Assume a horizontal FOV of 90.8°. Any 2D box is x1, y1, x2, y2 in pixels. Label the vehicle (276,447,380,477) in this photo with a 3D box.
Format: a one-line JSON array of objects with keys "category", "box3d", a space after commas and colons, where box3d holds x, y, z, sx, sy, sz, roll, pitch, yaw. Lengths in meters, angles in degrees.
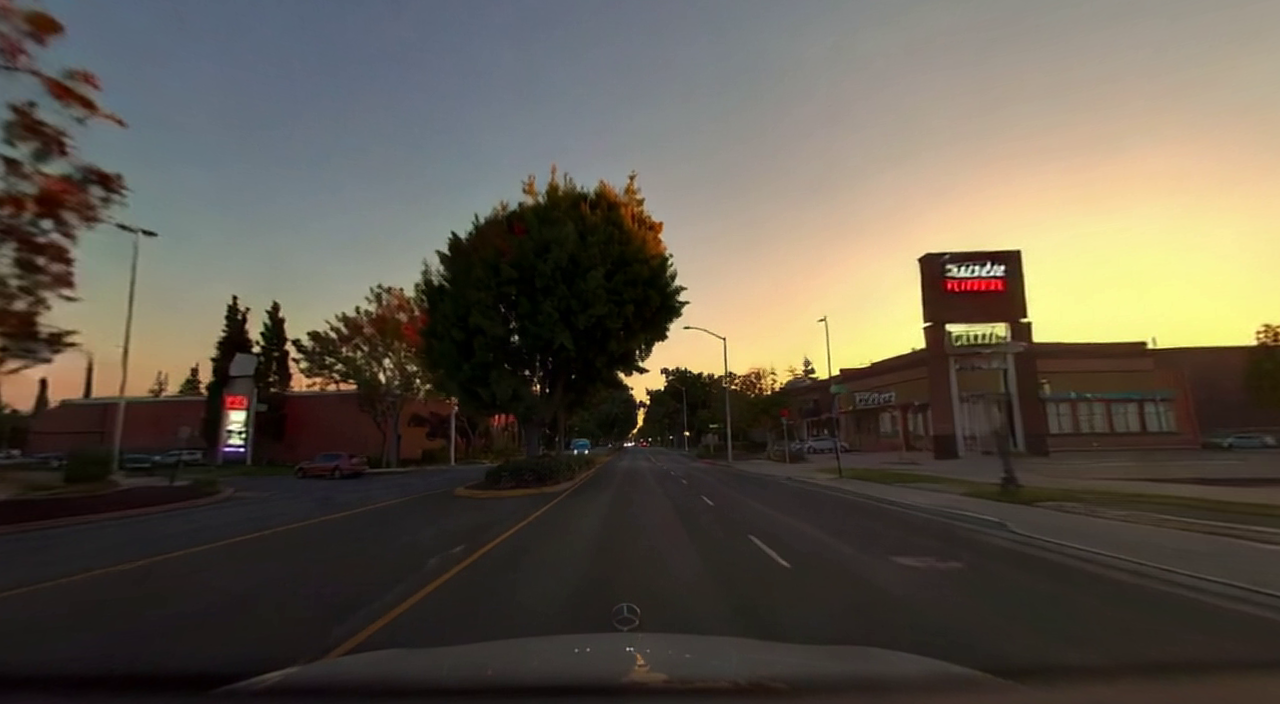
[{"category": "vehicle", "box3d": [-17.082, 6.043, 34.758, 4.658, 1.544, 2.056, 0, -8, 1]}]
